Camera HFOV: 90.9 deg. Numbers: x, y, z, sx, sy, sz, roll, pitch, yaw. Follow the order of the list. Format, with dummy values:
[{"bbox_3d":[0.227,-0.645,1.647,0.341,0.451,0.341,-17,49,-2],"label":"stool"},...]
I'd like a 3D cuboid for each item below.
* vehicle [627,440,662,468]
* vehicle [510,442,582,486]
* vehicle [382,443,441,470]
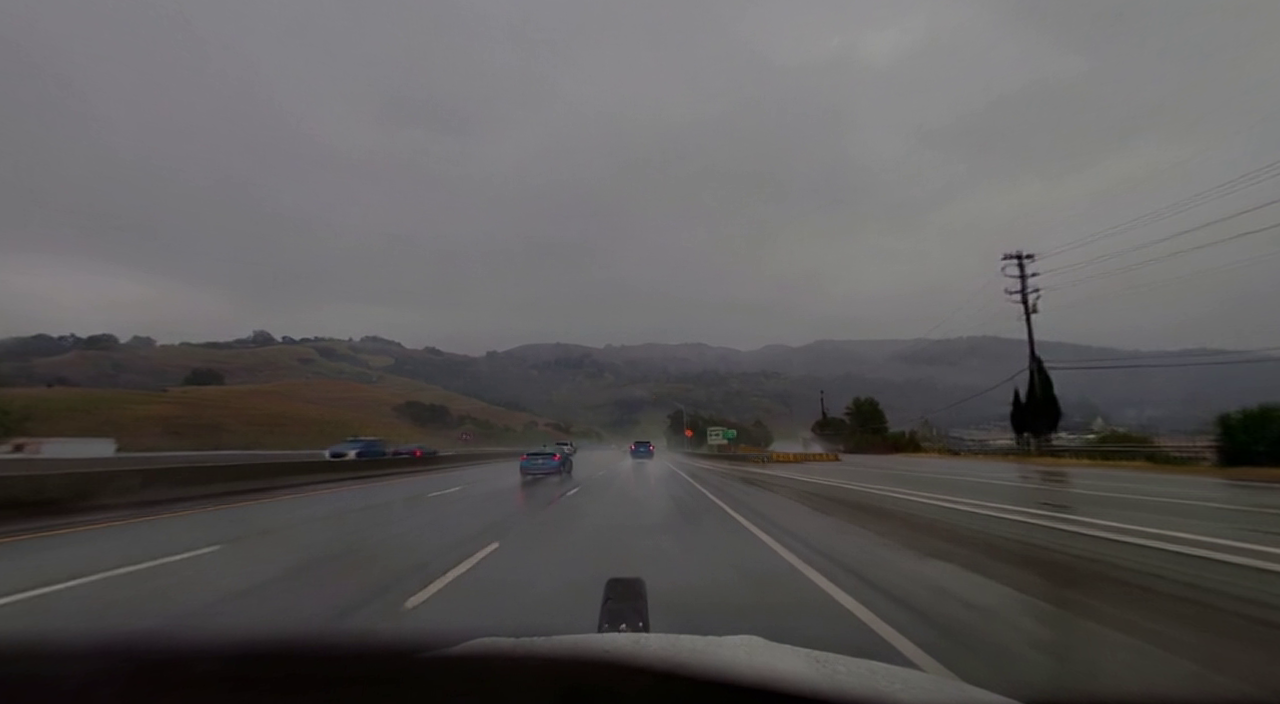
[{"bbox_3d":[0.294,6.760,42.104,2.194,1.737,4.127,0,-8,0],"label":"vehicle"},{"bbox_3d":[-3.457,4.215,24.127,1.967,1.517,4.808,0,-9,1],"label":"vehicle"},{"bbox_3d":[-14.332,6.588,39.883,2.047,1.608,4.257,0,-8,1],"label":"vehicle"}]
